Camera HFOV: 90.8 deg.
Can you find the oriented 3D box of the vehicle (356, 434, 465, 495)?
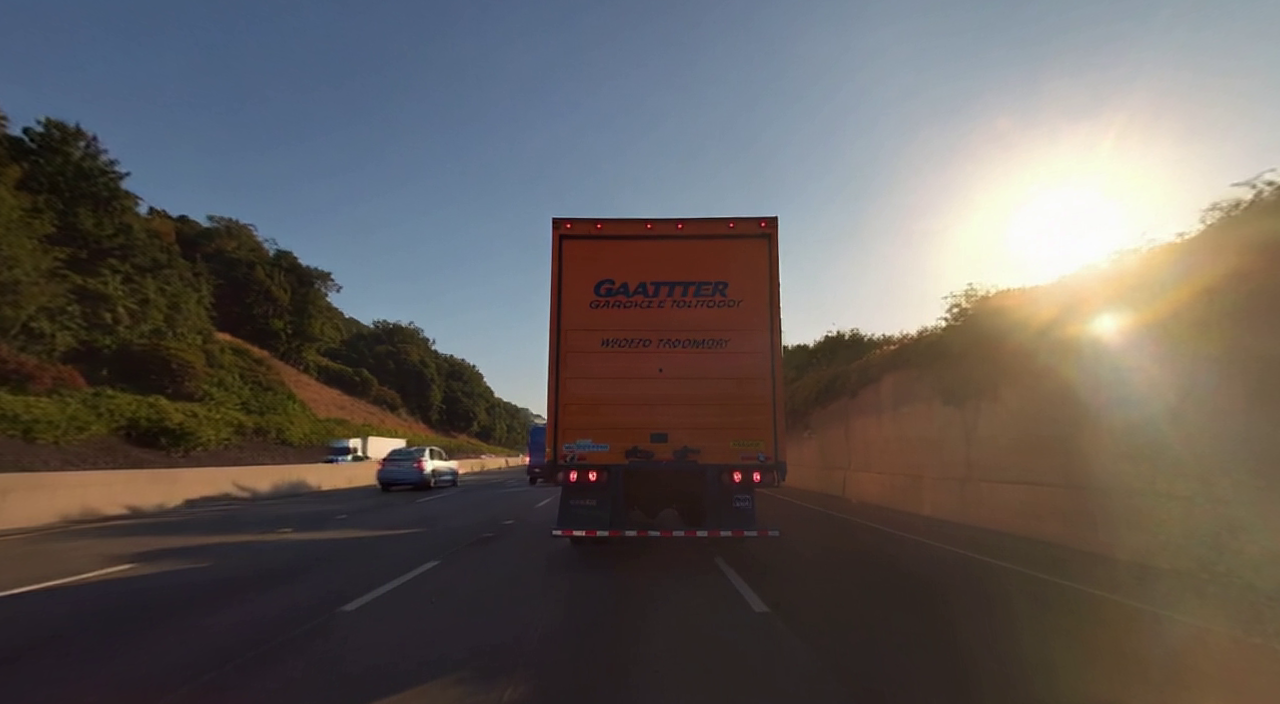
[{"bbox_3d":[-8.534,4.244,24.090,2.174,2.059,5.314,0,-9,0],"label":"vehicle"}]

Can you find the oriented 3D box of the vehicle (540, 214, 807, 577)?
[{"bbox_3d":[0.482,1.231,12.287,2.853,4.054,10.557,0,-9,1],"label":"vehicle"}]

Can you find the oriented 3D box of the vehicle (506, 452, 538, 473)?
[{"bbox_3d":[-8.658,8.105,46.449,1.617,1.465,3.546,0,-9,1],"label":"vehicle"}]

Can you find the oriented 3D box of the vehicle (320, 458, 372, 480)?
[{"bbox_3d":[-20.515,8.172,44.214,1.851,1.430,3.604,0,-9,0],"label":"vehicle"}]
